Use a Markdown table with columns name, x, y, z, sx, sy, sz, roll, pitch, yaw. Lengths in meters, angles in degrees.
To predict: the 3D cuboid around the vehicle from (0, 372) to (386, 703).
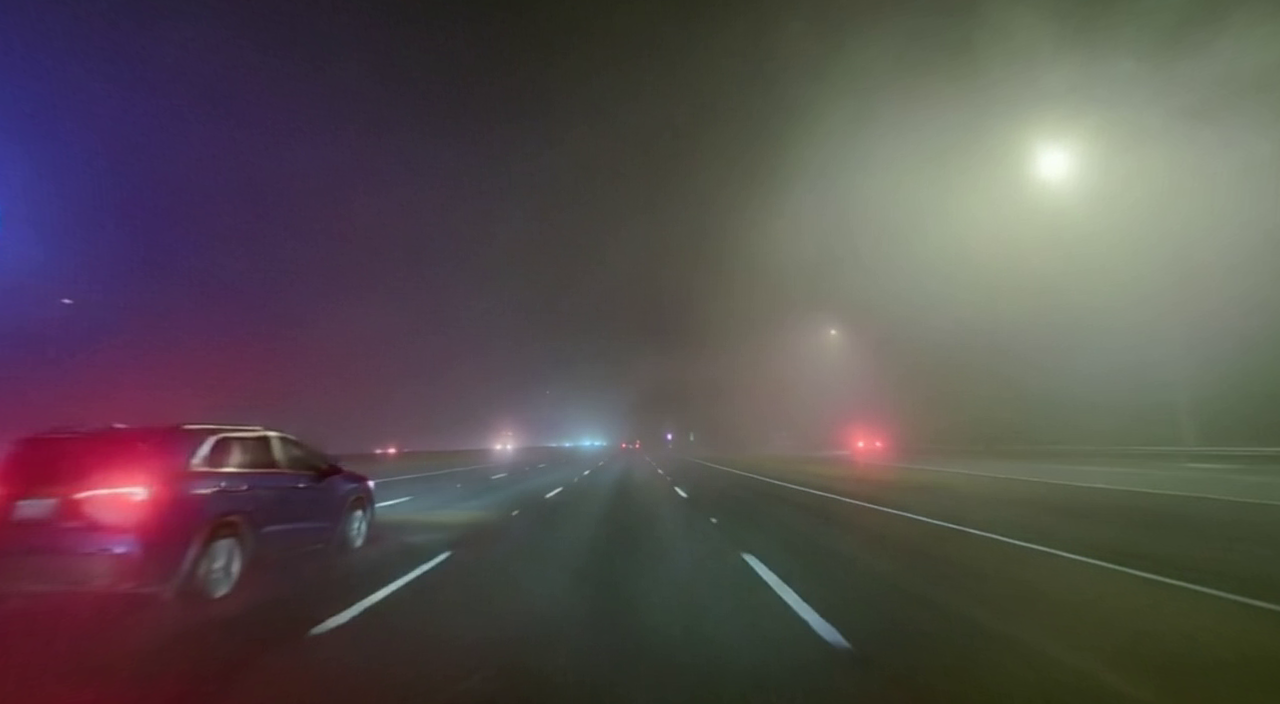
| name | x | y | z | sx | sy | sz | roll | pitch | yaw |
| --- | --- | --- | --- | --- | --- | --- | --- | --- | --- |
| vehicle | -4.287 | 1.314 | 5.663 | 2.102 | 1.727 | 4.704 | 0 | -9 | -1 |
